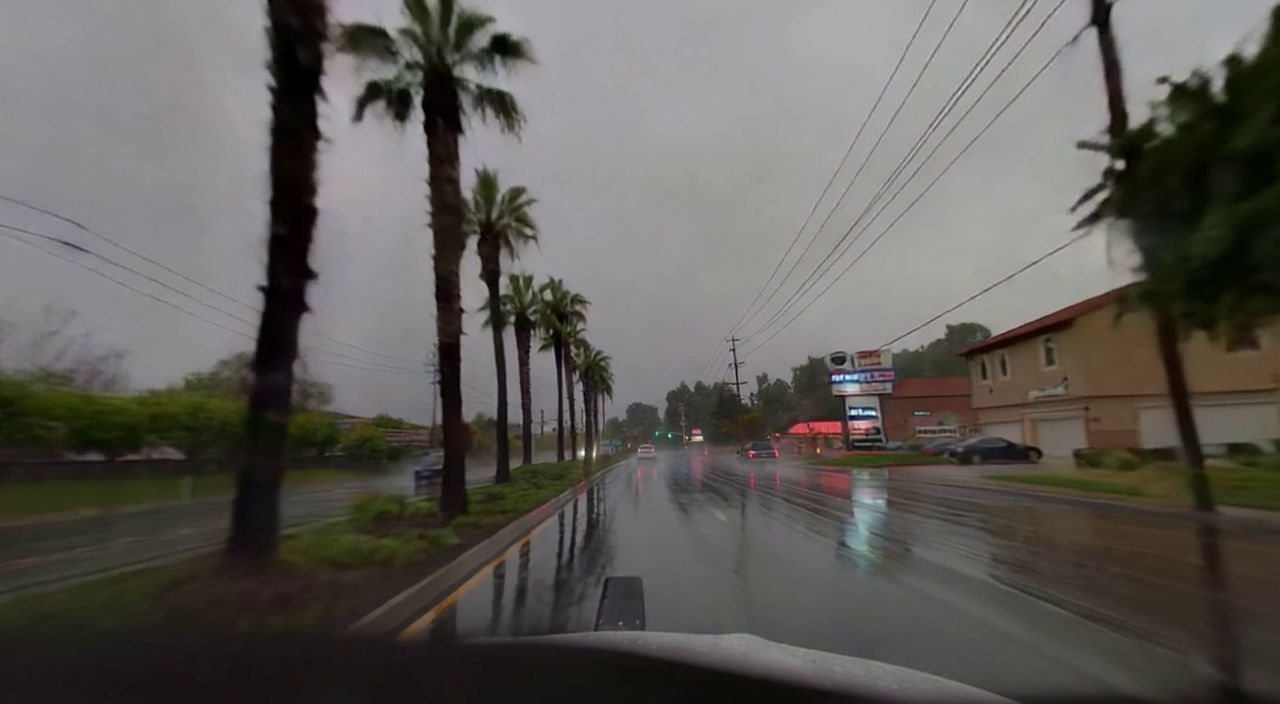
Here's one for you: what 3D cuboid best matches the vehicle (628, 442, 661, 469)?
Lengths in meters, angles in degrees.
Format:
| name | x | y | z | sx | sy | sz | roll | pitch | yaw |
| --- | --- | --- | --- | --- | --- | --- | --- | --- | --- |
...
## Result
| name | x | y | z | sx | sy | sz | roll | pitch | yaw |
| --- | --- | --- | --- | --- | --- | --- | --- | --- | --- |
| vehicle | 0.312 | 7.076 | 43.216 | 2.138 | 1.702 | 4.168 | 0 | -9 | 1 |

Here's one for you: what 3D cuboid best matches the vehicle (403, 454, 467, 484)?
| name | x | y | z | sx | sy | sz | roll | pitch | yaw |
| --- | --- | --- | --- | --- | --- | --- | --- | --- | --- |
| vehicle | -11.385 | 6.542 | 35.365 | 1.942 | 1.497 | 4.582 | 0 | -9 | 1 |

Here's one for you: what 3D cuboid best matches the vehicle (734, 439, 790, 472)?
| name | x | y | z | sx | sy | sz | roll | pitch | yaw |
| --- | --- | --- | --- | --- | --- | --- | --- | --- | --- |
| vehicle | 6.839 | 5.831 | 35.791 | 2.252 | 1.718 | 4.617 | 0 | -9 | 0 |

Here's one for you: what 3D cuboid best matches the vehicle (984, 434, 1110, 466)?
| name | x | y | z | sx | sy | sz | roll | pitch | yaw |
| --- | --- | --- | --- | --- | --- | --- | --- | --- | --- |
| vehicle | 19.952 | 4.833 | 31.042 | 4.768 | 1.512 | 1.986 | 0 | -9 | 1 |
